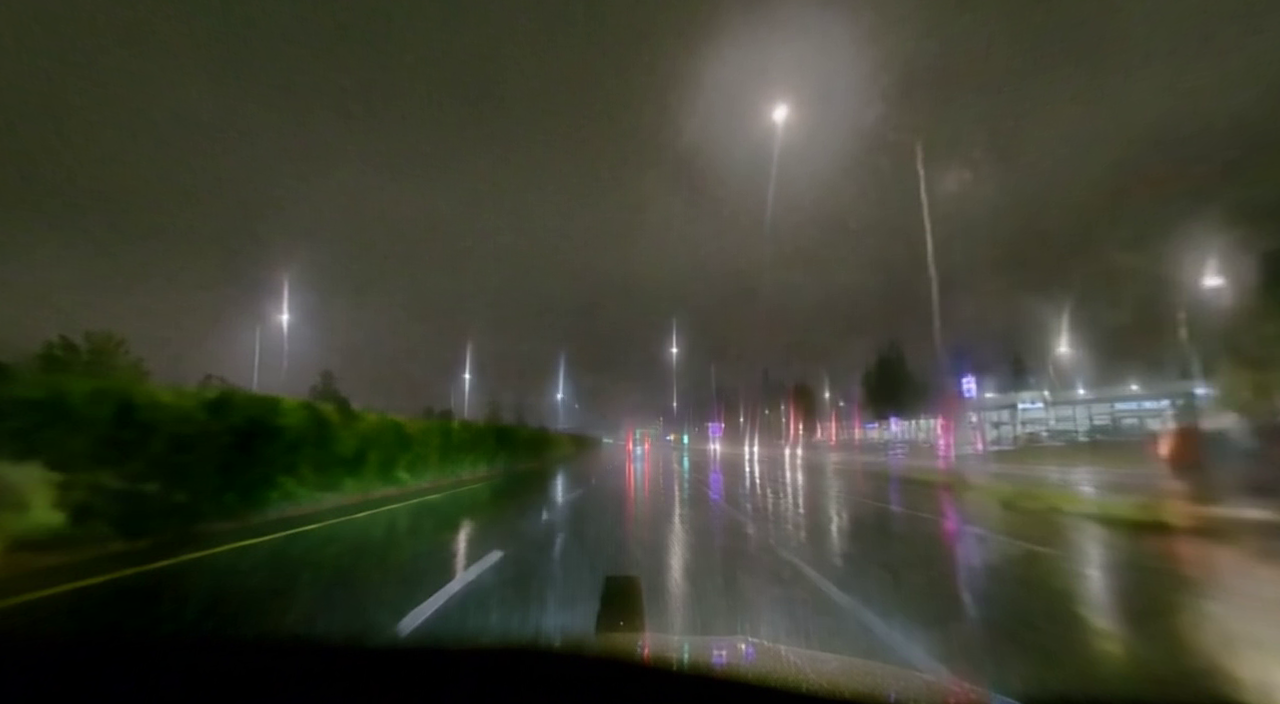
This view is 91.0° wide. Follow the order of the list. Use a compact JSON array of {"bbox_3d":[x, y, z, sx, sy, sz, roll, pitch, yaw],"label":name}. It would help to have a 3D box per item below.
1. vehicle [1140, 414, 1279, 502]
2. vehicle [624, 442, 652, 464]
[{"bbox_3d":[15.673,2.569,15.317,2.331,1.988,5.665,0,-9,0],"label":"vehicle"},{"bbox_3d":[-0.162,7.779,48.561,2.110,1.555,4.431,0,-9,-1],"label":"vehicle"}]
